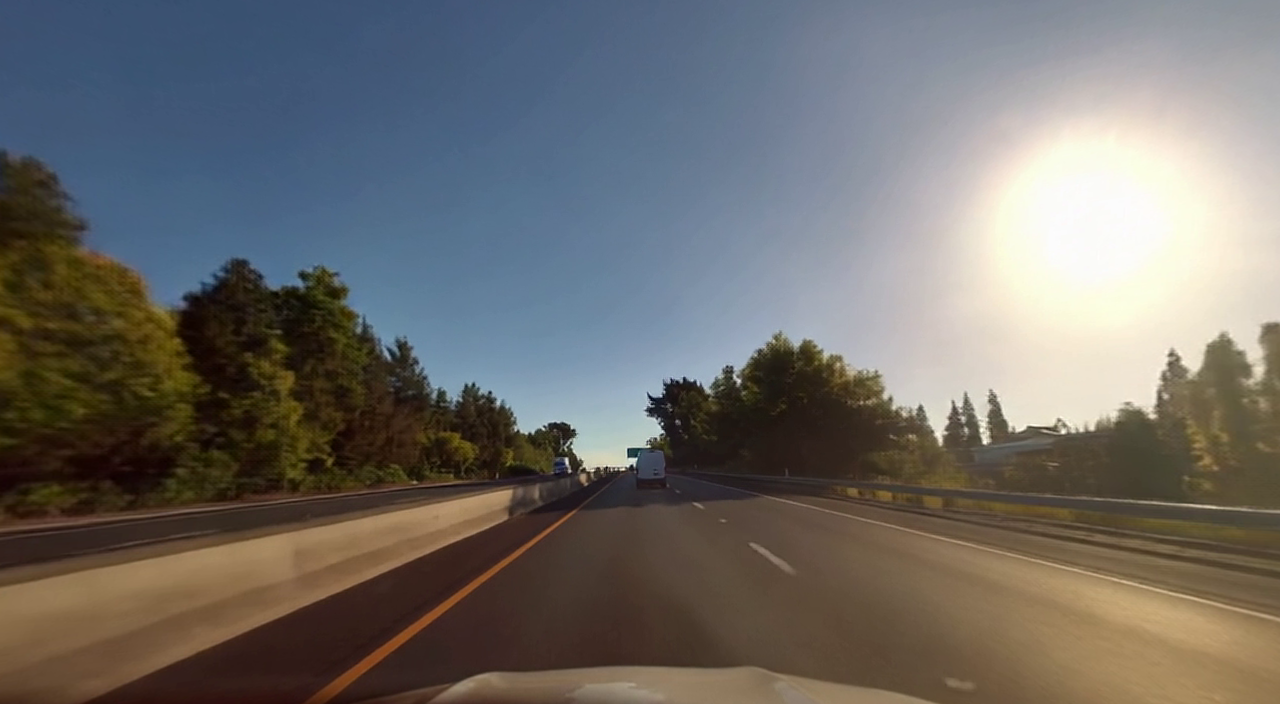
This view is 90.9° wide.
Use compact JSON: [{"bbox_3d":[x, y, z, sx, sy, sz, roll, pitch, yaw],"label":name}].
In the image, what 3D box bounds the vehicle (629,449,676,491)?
[{"bbox_3d":[0.662,6.748,36.015,2.429,2.167,4.558,1,-11,-2],"label":"vehicle"}]
